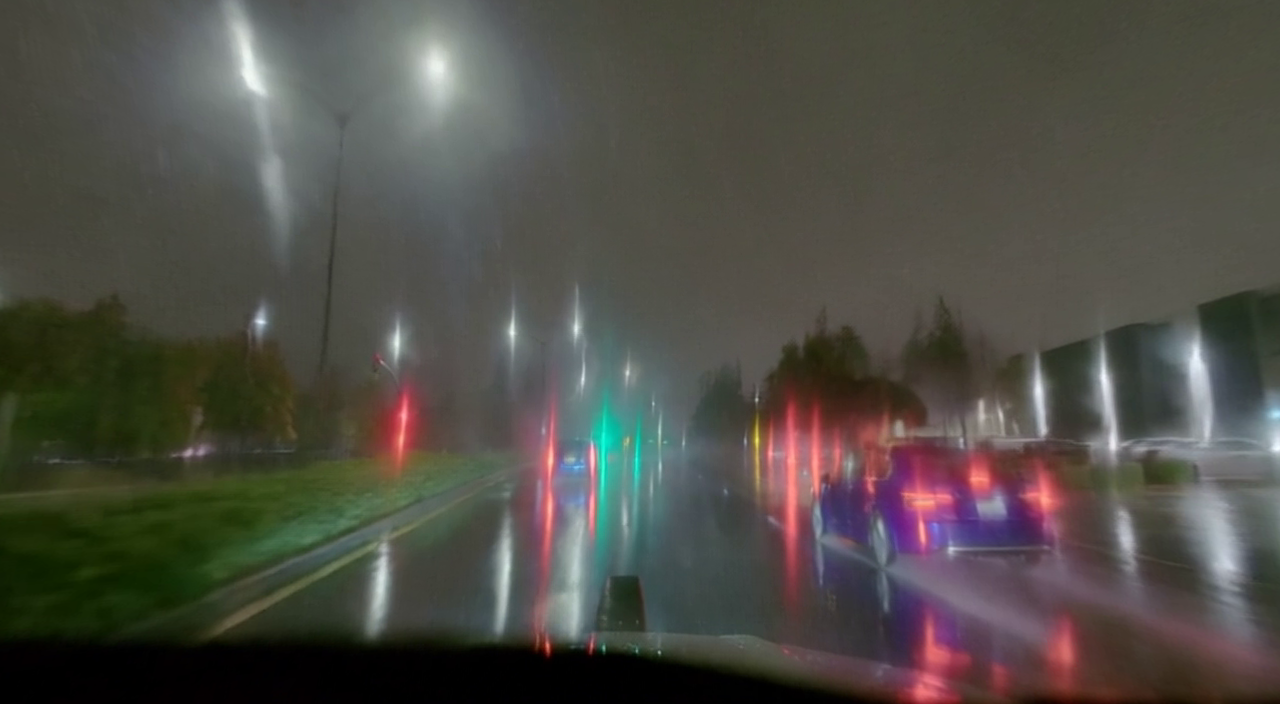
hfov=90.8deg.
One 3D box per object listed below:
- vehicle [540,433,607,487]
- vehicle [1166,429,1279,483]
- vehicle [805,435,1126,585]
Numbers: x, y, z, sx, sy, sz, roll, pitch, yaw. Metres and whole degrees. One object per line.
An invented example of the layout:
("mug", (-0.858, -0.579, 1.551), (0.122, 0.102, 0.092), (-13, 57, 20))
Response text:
("vehicle", (-2.255, 3.748, 22.298), (2.085, 1.693, 4.301), (1, -8, -4))
("vehicle", (24.220, 4.125, 25.266), (5.069, 1.992, 2.205), (2, -9, -16))
("vehicle", (3.719, 1.847, 8.331), (1.918, 1.418, 4.360), (0, -8, 0))
